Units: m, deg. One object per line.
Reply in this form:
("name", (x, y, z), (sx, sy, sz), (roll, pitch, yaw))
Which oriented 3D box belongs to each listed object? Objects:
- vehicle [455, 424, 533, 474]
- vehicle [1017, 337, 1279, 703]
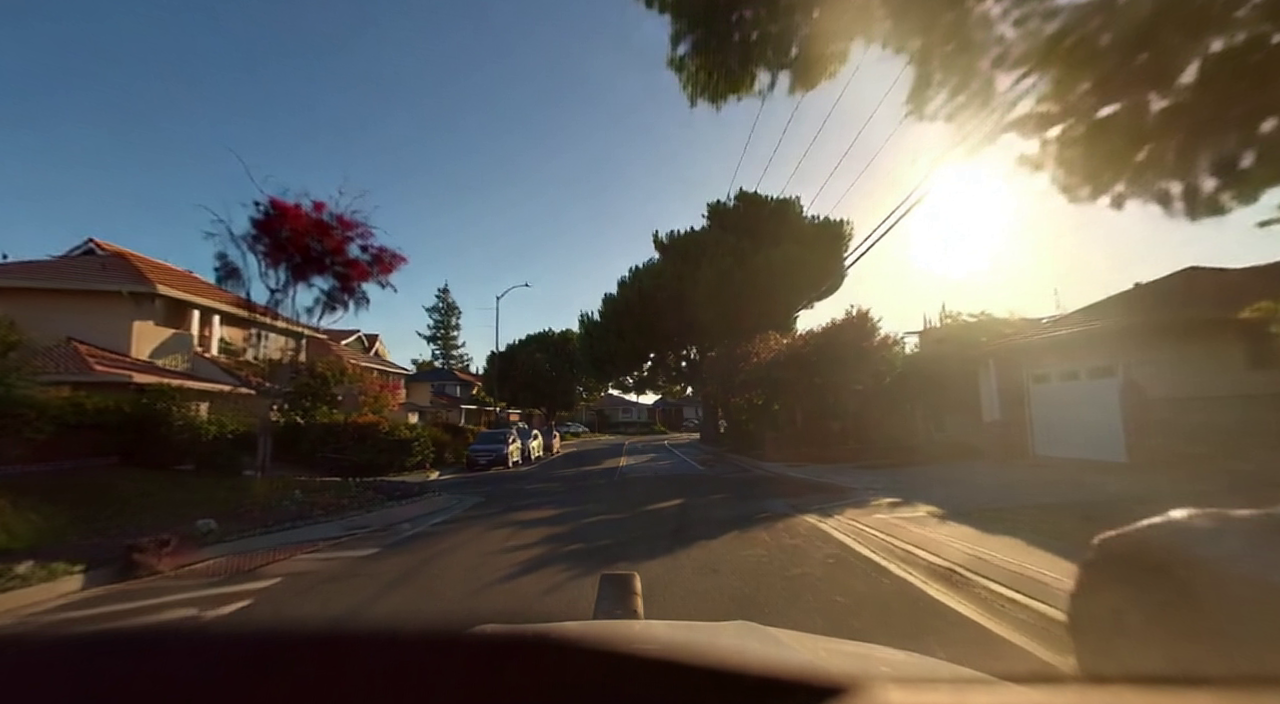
("vehicle", (-5.663, 3.800, 25.024), (2.147, 1.780, 4.165), (0, -8, -1))
("vehicle", (3.302, 0.642, 1.270), (2.073, 1.619, 4.574), (0, -8, -3))
